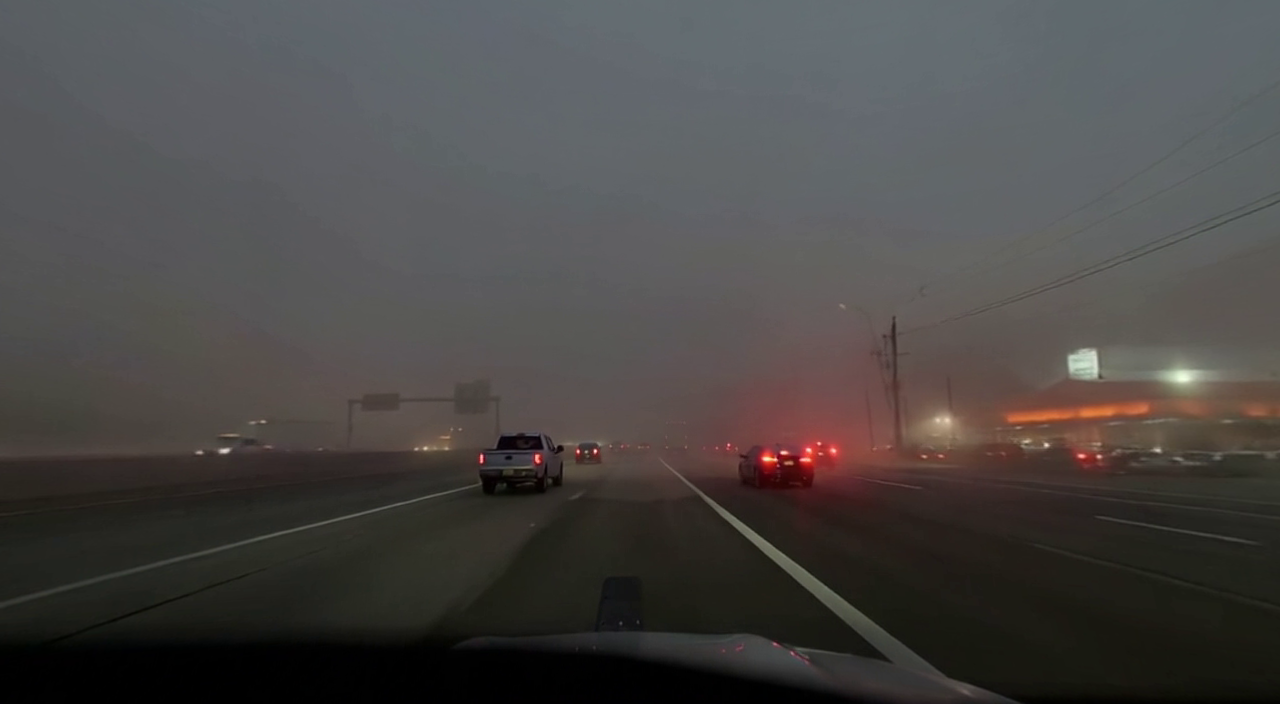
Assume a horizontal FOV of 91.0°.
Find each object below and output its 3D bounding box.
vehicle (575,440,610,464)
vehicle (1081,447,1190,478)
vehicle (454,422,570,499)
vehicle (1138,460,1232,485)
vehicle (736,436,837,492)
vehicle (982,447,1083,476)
[{"bbox_3d":[-3.117,6.670,42.087,1.929,1.521,4.097,0,-9,1],"label":"vehicle"},{"bbox_3d":[35.545,7.955,45.308,5.651,1.888,2.384,-3,-9,1],"label":"vehicle"},{"bbox_3d":[-3.281,2.899,17.167,2.130,1.799,4.583,0,-9,1],"label":"vehicle"},{"bbox_3d":[35.659,7.894,41.262,4.215,1.501,1.849,-1,-9,6],"label":"vehicle"},{"bbox_3d":[4.349,3.396,19.429,1.980,1.501,4.433,0,-9,-1],"label":"vehicle"},{"bbox_3d":[29.099,8.123,46.858,5.824,2.108,2.304,0,-9,2],"label":"vehicle"}]
